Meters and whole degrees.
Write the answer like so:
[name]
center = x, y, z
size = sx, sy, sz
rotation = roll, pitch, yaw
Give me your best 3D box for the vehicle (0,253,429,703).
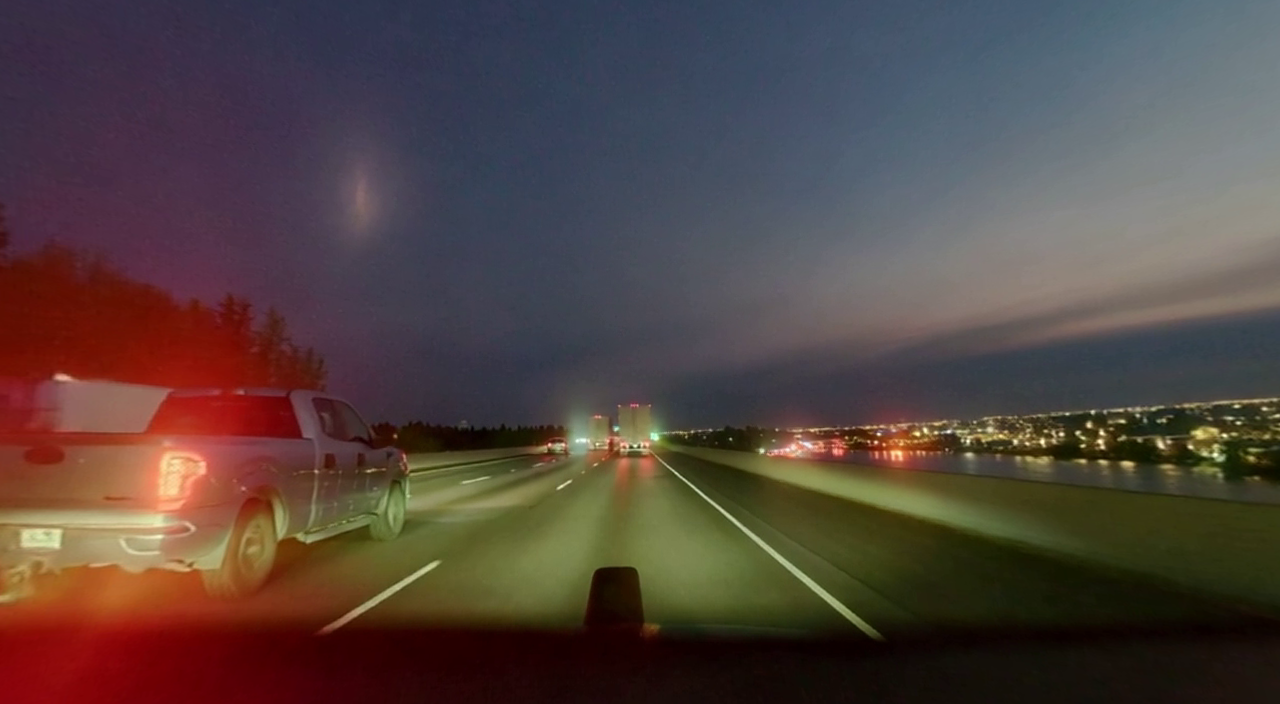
[vehicle]
center = -3.520, 0.946, 4.761
size = 2.223, 2.045, 4.798
rotation = 0, -8, -1
